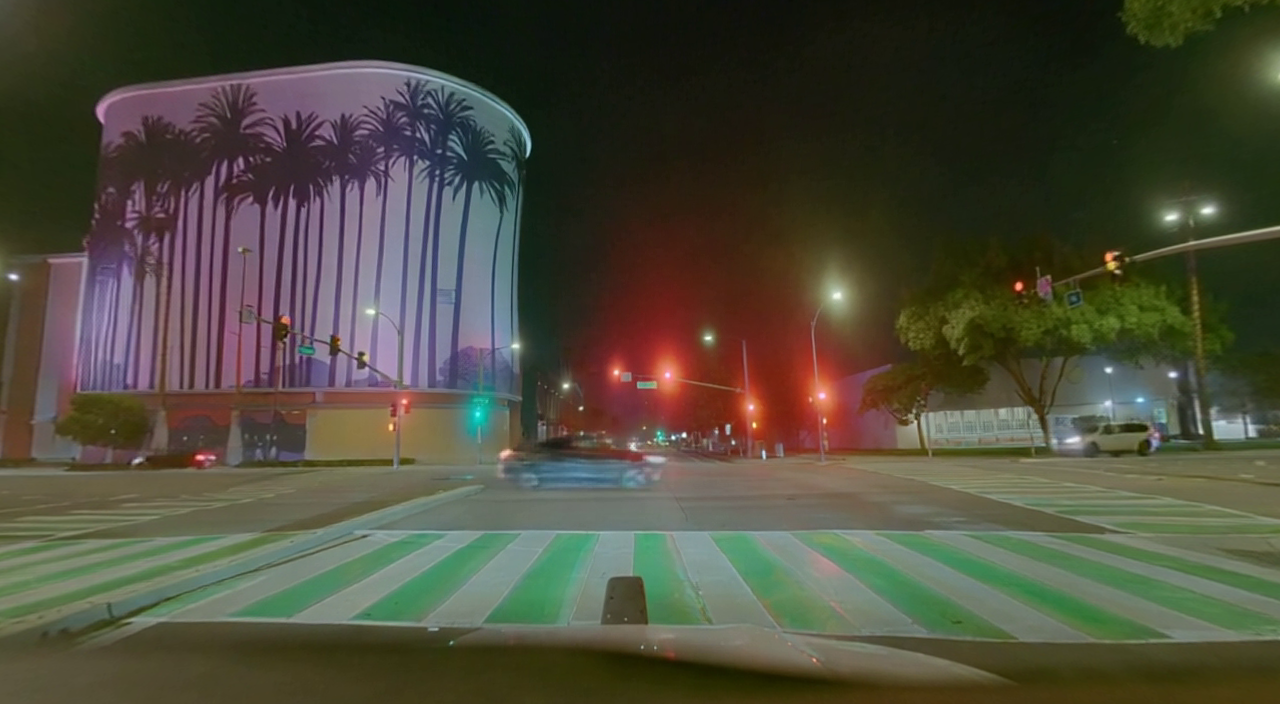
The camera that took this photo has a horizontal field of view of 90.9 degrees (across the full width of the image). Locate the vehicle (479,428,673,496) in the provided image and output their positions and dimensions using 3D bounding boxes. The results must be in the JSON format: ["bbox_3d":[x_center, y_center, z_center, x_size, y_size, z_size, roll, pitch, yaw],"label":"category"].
[{"bbox_3d":[-1.593,2.930,16.938,4.875,1.669,1.953,0,-8,2],"label":"vehicle"}]

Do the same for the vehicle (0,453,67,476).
[{"bbox_3d":[-41.660,7.607,42.769,3.698,1.508,1.779,0,-8,1],"label":"vehicle"}]

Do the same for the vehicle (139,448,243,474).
[{"bbox_3d":[-26.537,6.429,37.342,4.784,1.465,1.798,0,-8,0],"label":"vehicle"}]

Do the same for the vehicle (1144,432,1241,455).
[{"bbox_3d":[36.161,6.011,41.299,4.606,1.449,1.687,0,-8,2],"label":"vehicle"}]

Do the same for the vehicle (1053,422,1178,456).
[{"bbox_3d":[27.706,5.112,36.887,5.477,1.880,2.125,0,-8,1],"label":"vehicle"}]
